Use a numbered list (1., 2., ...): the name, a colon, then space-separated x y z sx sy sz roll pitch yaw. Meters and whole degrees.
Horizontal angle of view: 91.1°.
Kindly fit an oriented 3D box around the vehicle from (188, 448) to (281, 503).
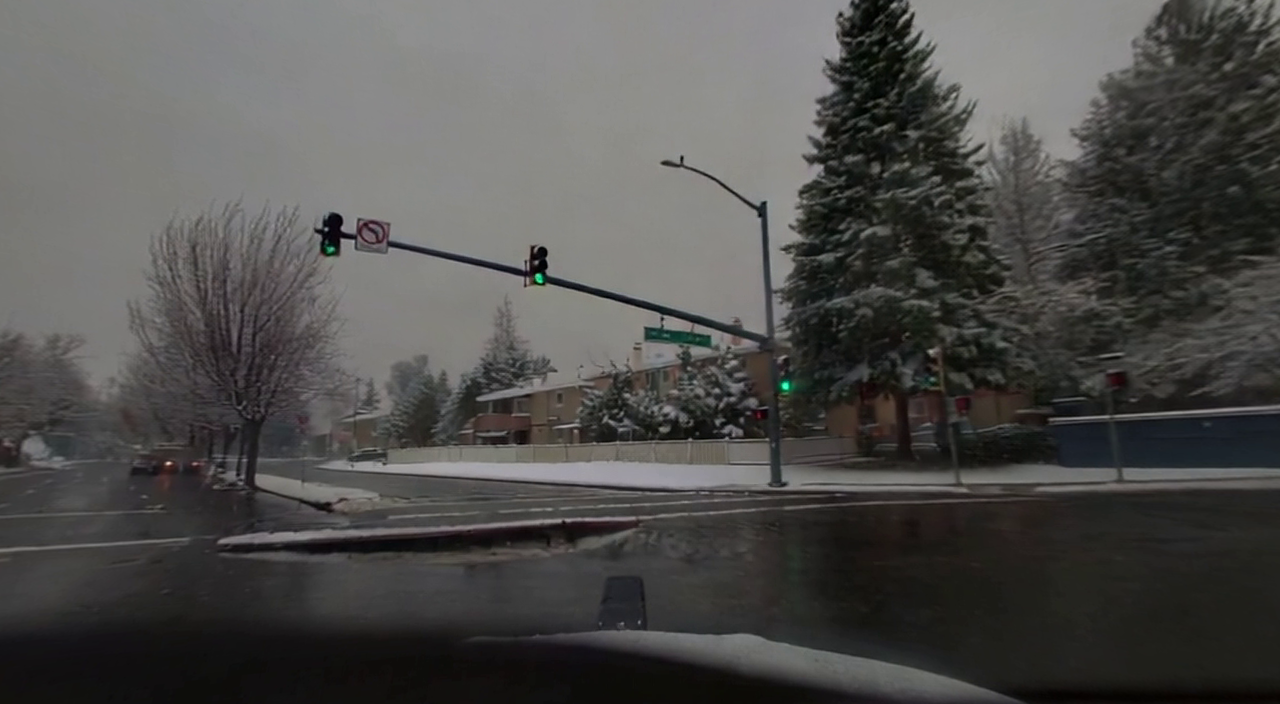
1. vehicle: -13.170 3.883 20.256 1.912 1.464 4.652 6 -10 -39
